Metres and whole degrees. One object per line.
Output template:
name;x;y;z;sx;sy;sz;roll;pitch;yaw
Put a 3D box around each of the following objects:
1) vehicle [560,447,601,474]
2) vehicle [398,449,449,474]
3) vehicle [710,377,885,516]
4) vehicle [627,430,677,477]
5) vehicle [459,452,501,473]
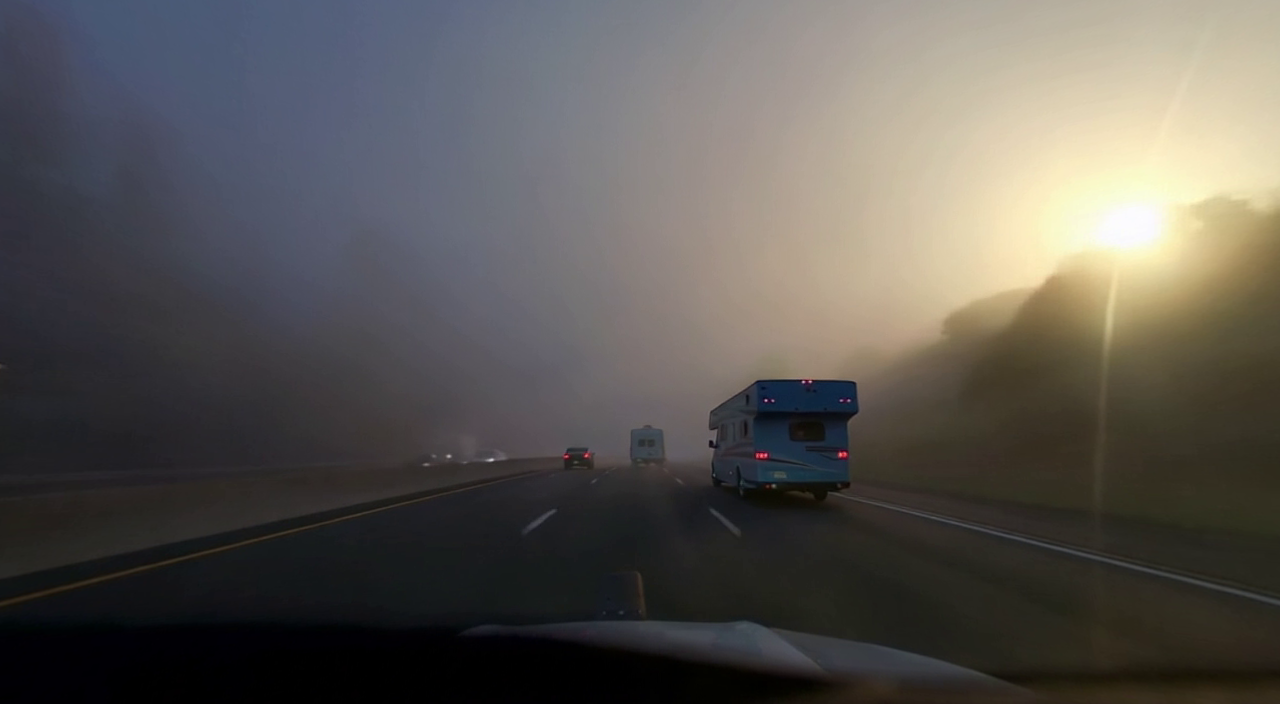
vehicle;-3.546;6.563;38.267;1.959;1.502;4.559;0;-9;1
vehicle;-15.182;7.678;44.522;1.953;1.647;4.472;0;-9;1
vehicle;3.709;2.532;16.980;2.607;2.910;7.252;0;-9;-2
vehicle;0.589;5.531;34.482;2.524;2.310;4.986;0;-9;0
vehicle;-11.160;7.721;44.243;1.794;1.424;3.959;0;-9;1
